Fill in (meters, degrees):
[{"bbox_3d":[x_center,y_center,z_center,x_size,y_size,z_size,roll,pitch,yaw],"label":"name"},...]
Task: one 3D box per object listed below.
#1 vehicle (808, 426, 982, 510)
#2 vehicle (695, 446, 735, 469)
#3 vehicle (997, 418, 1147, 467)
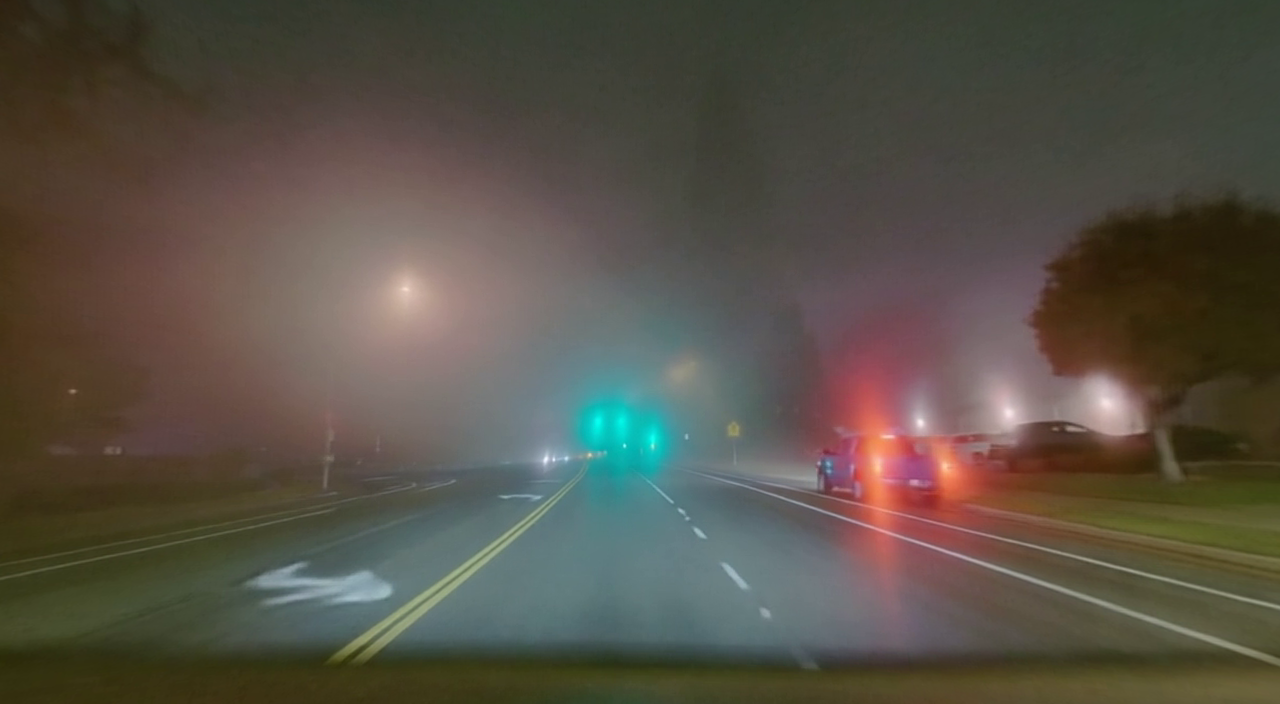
[{"bbox_3d":[6.513,3.037,17.128,2.285,1.868,5.575,0,-9,-1],"label":"vehicle"},{"bbox_3d":[5.093,7.259,43.541,1.969,1.495,4.328,0,-9,-3],"label":"vehicle"},{"bbox_3d":[17.544,3.692,25.802,4.623,1.741,1.924,-2,-8,-1],"label":"vehicle"}]
